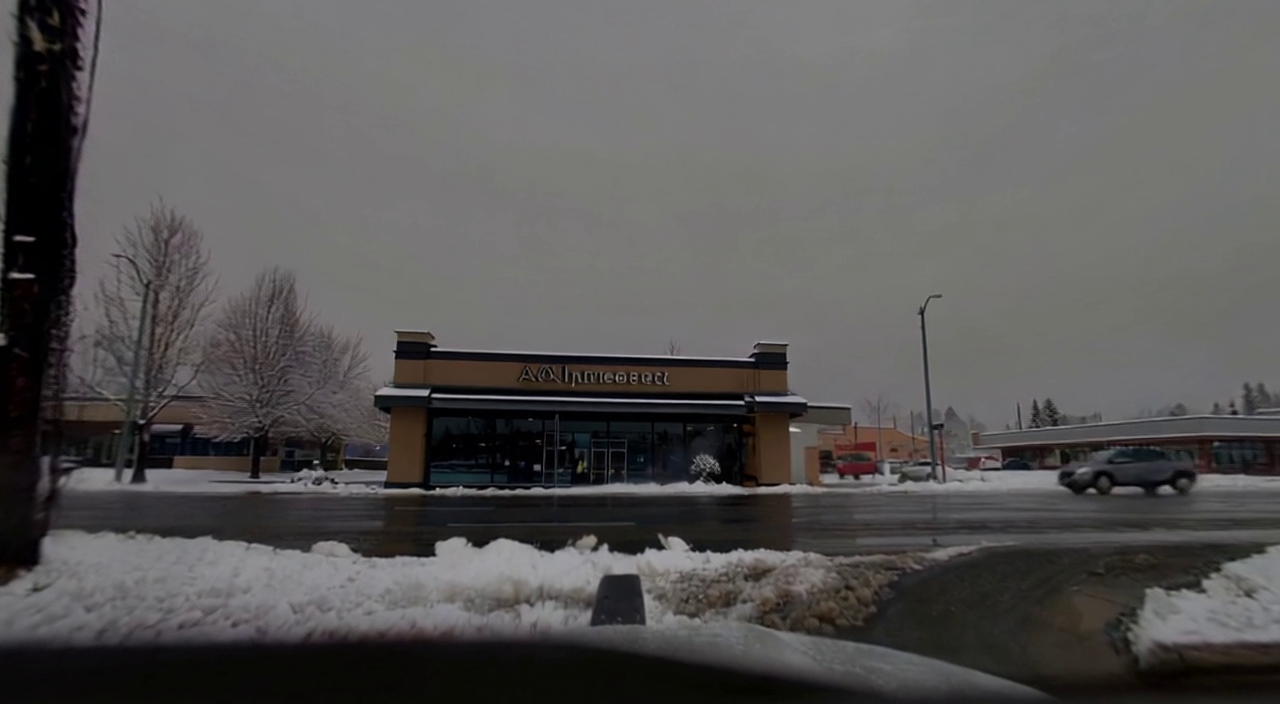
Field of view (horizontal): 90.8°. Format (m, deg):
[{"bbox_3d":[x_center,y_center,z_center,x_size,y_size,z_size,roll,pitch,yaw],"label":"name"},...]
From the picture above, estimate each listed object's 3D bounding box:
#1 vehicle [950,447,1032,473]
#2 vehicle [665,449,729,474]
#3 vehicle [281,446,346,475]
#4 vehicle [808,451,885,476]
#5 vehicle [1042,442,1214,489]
[{"bbox_3d":[25.664,7.885,46.288,4.838,1.799,1.914,-7,-11,39],"label":"vehicle"},{"bbox_3d":[3.547,6.899,40.021,1.812,1.468,4.519,5,-10,-28],"label":"vehicle"},{"bbox_3d":[-20.050,6.597,38.707,4.596,1.680,1.936,-8,-11,41],"label":"vehicle"},{"bbox_3d":[12.943,6.993,39.893,1.791,1.453,4.593,5,-10,-29],"label":"vehicle"},{"bbox_3d":[18.352,4.261,23.909,4.889,1.659,2.059,1,-9,-4],"label":"vehicle"}]
